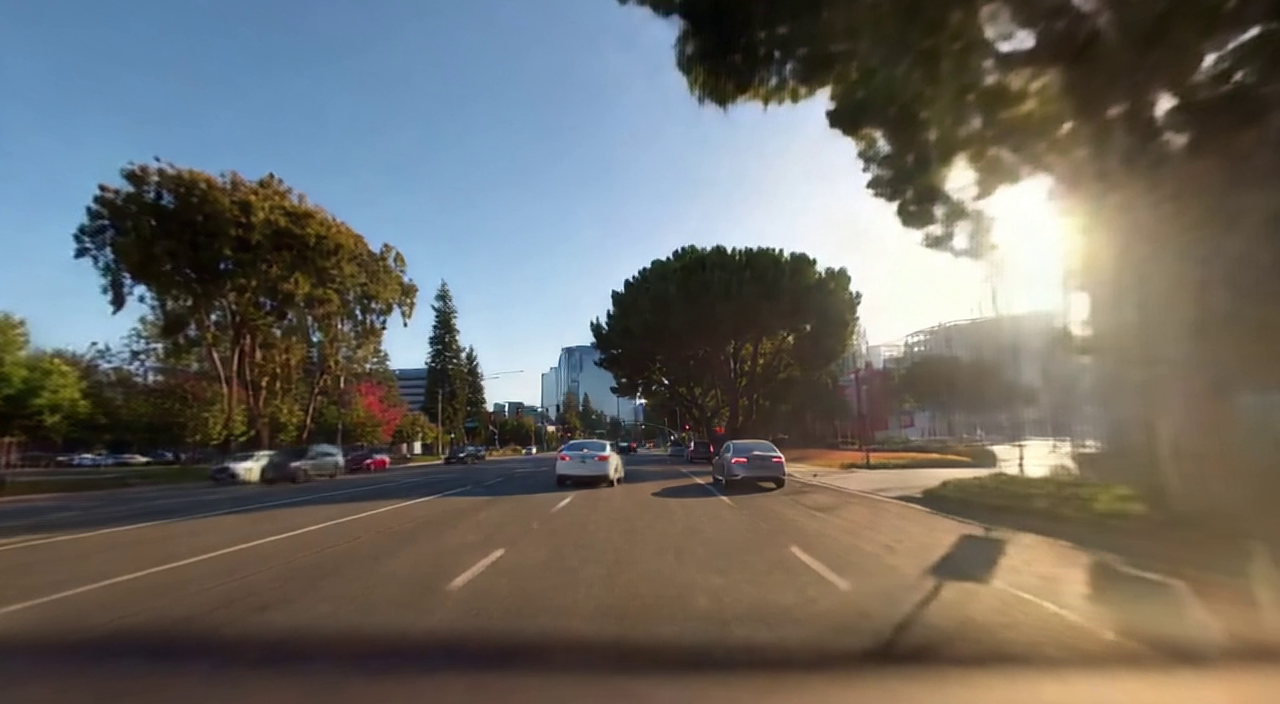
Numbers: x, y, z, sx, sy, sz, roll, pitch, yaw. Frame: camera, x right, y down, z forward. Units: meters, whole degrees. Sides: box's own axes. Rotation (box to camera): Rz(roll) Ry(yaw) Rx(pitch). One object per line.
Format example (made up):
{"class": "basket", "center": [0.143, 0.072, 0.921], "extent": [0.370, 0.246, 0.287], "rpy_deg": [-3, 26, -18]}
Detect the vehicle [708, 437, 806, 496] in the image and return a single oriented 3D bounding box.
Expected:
{"class": "vehicle", "center": [3.203, 3.227, 18.228], "extent": [1.948, 1.474, 4.360], "rpy_deg": [0, -8, -1]}

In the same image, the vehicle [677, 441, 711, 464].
{"class": "vehicle", "center": [3.694, 6.920, 43.629], "extent": [1.913, 1.463, 4.198], "rpy_deg": [0, -8, -1]}

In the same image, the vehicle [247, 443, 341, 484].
{"class": "vehicle", "center": [-15.417, 4.965, 28.379], "extent": [1.863, 1.658, 4.078], "rpy_deg": [0, -8, 1]}

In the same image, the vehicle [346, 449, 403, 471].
{"class": "vehicle", "center": [-19.074, 7.749, 45.557], "extent": [1.984, 1.481, 4.752], "rpy_deg": [0, -8, 1]}

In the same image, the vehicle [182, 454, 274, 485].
{"class": "vehicle", "center": [-22.035, 6.289, 33.960], "extent": [1.848, 1.450, 4.678], "rpy_deg": [0, -8, 0]}

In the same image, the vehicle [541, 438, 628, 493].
{"class": "vehicle", "center": [-1.529, 3.339, 18.913], "extent": [1.971, 1.433, 3.923], "rpy_deg": [-1, -8, 5]}
